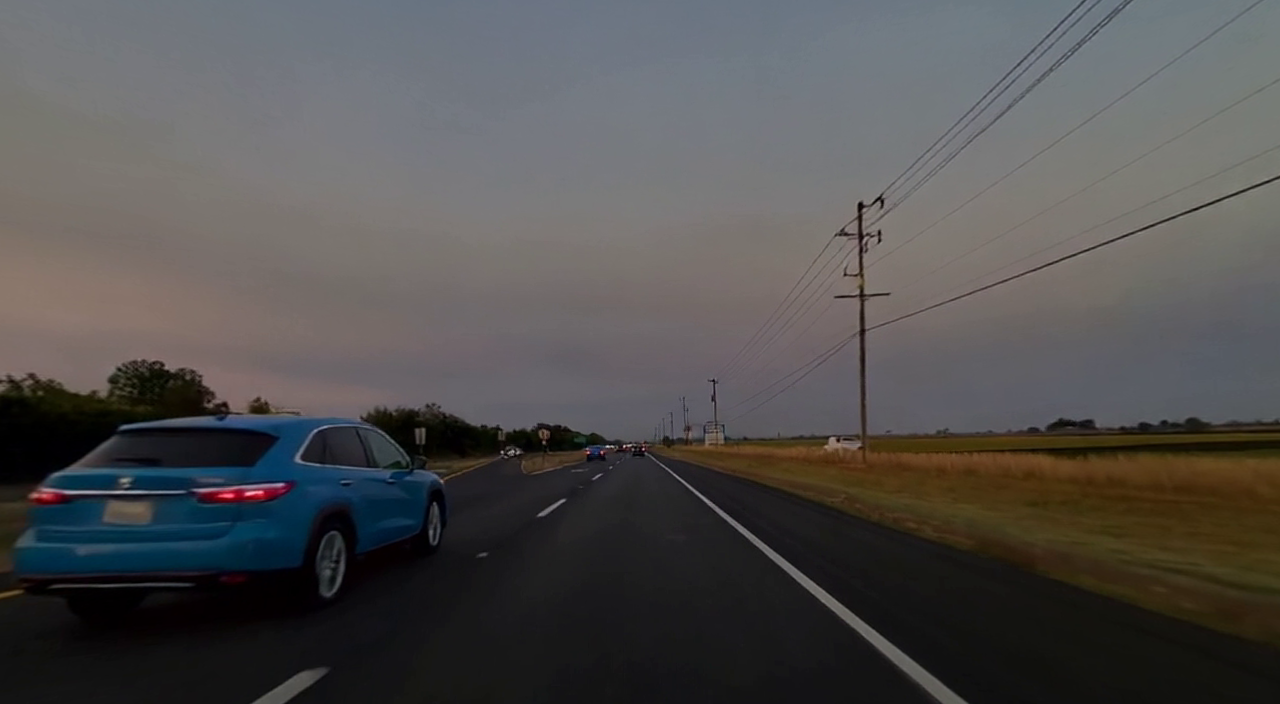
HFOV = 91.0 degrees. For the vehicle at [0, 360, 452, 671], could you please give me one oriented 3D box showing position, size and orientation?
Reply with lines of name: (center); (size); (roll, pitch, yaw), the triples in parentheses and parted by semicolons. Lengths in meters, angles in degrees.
vehicle: (-3.637, 1.337, 6.254); (2.173, 1.863, 4.786); (0, -9, -2)
